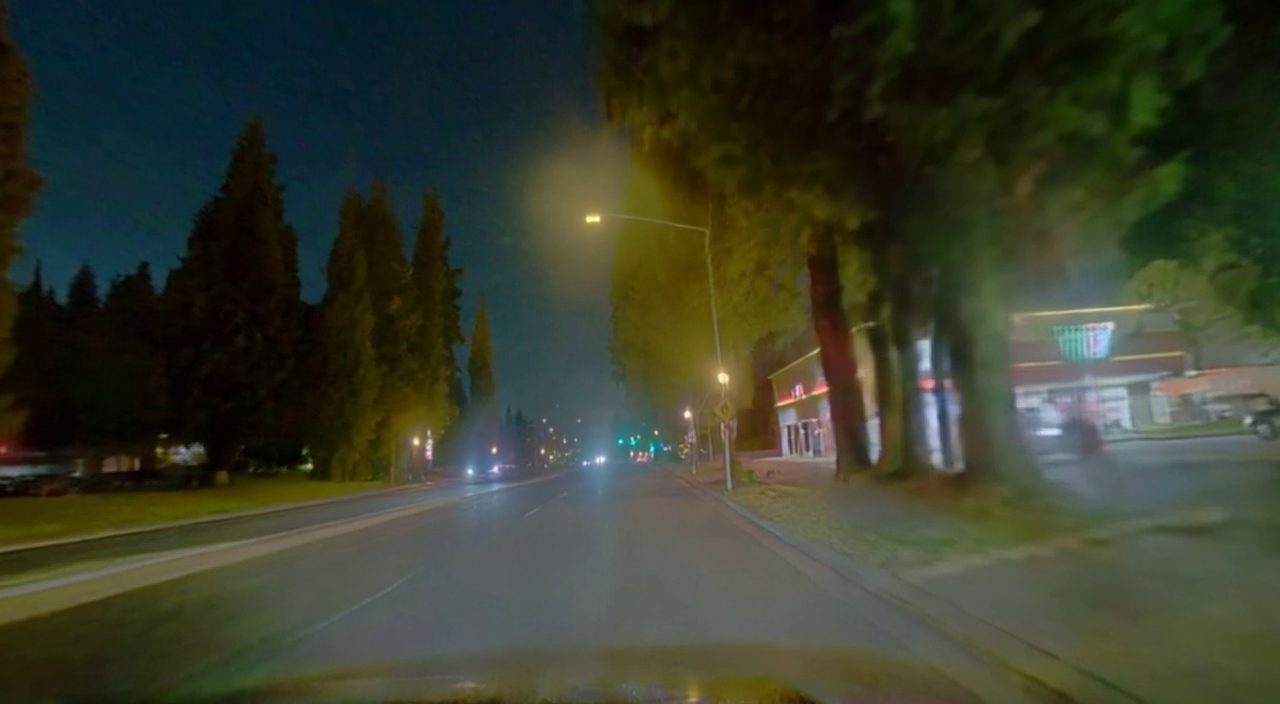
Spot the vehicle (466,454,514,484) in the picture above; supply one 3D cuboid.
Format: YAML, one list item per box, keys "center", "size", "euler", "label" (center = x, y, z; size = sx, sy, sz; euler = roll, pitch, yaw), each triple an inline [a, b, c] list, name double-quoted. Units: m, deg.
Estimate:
- center: [-9.477, 7.378, 40.187]
  size: [2.050, 1.721, 4.369]
  euler: [0, -9, -1]
  label: "vehicle"

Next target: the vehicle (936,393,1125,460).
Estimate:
- center: [12.619, 2.591, 20.899]
  size: [1.939, 1.753, 4.974]
  euler: [5, -13, -23]
  label: "vehicle"
